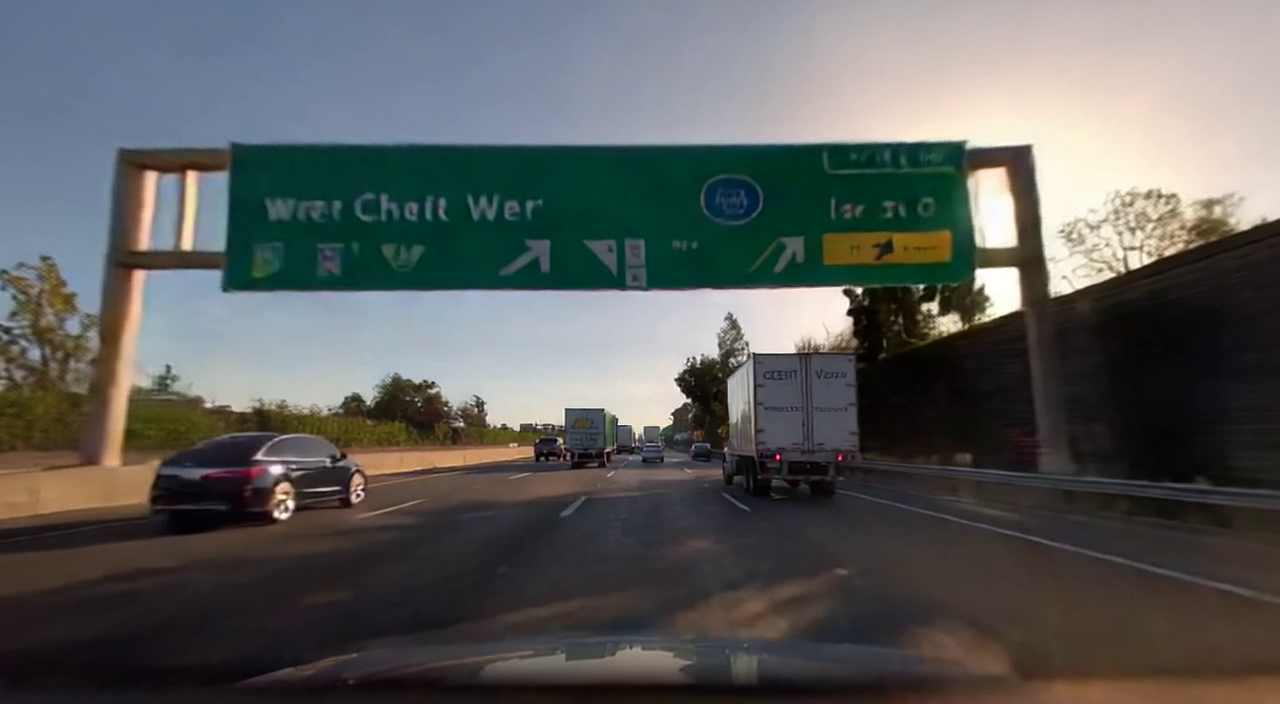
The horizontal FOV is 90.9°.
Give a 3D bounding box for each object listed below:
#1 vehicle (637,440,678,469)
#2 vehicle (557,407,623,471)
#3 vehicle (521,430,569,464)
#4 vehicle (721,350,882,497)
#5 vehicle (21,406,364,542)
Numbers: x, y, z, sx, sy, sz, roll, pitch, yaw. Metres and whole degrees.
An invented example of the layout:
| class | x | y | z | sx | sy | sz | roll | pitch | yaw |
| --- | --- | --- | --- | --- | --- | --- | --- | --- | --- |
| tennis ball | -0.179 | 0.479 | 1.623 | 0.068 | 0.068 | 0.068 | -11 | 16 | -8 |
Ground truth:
| class | x | y | z | sx | sy | sz | roll | pitch | yaw |
| --- | --- | --- | --- | --- | --- | --- | --- | --- | --- |
| vehicle | 0.966 | 5.550 | 34.320 | 2.105 | 1.502 | 4.068 | 0 | -8 | 2 |
| vehicle | -2.622 | 4.949 | 35.624 | 2.745 | 3.156 | 7.608 | 0 | -8 | 2 |
| vehicle | -6.578 | 6.694 | 44.343 | 2.322 | 2.195 | 5.556 | 0 | -8 | 2 |
| vehicle | 4.328 | 2.252 | 18.909 | 2.895 | 3.484 | 7.631 | 0 | -8 | 1 |
| vehicle | -7.319 | 2.065 | 11.322 | 2.272 | 1.850 | 5.156 | 0 | -8 | 1 |
